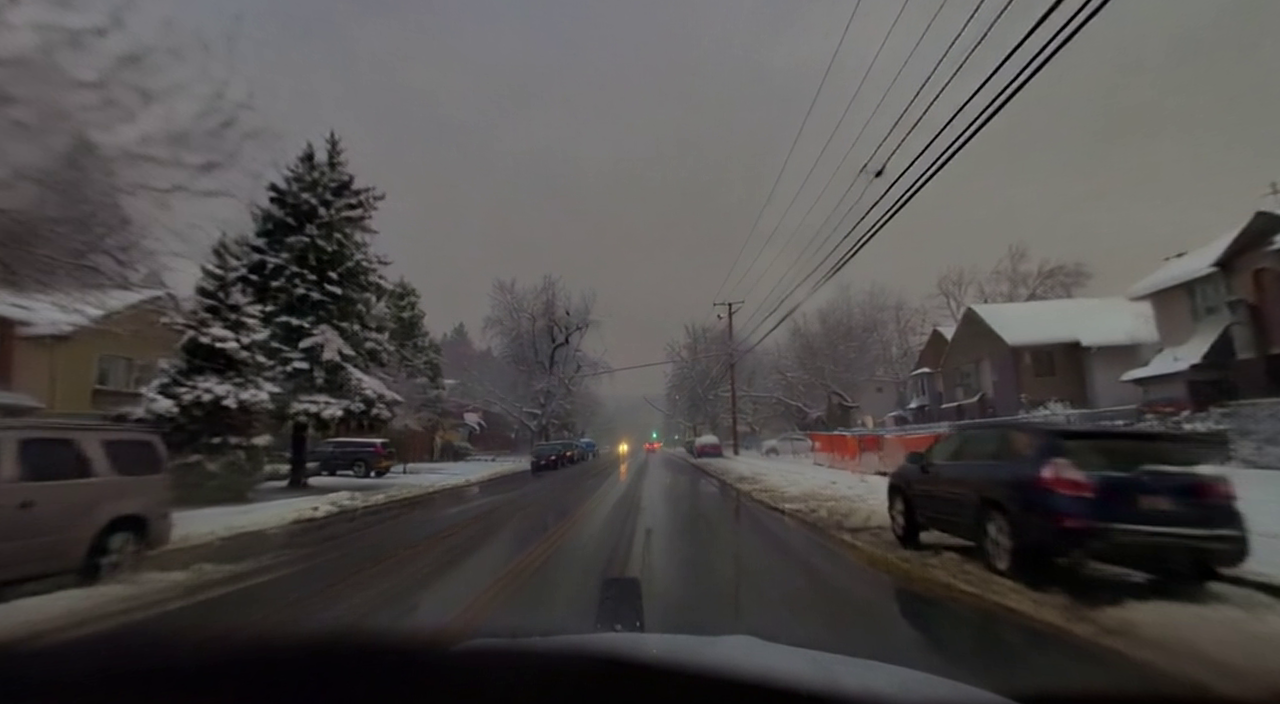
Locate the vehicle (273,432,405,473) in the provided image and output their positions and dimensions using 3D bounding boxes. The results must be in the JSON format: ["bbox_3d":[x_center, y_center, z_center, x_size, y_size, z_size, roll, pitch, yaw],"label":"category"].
[{"bbox_3d":[-13.088,4.385,27.671,4.752,1.734,1.998,0,-8,1],"label":"vehicle"}]

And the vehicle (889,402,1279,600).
[{"bbox_3d":[4.571,1.471,7.062,1.902,1.542,4.099,0,-8,0],"label":"vehicle"}]

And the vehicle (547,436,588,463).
[{"bbox_3d":[-5.258,7.195,46.435,2.158,1.837,4.659,-1,-10,3],"label":"vehicle"}]

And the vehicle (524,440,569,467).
[{"bbox_3d":[-5.737,6.267,39.139,1.771,1.512,4.281,2,-9,5],"label":"vehicle"}]

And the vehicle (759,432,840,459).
[{"bbox_3d":[10.772,6.321,42.868,4.920,1.759,1.998,0,-8,-1],"label":"vehicle"}]

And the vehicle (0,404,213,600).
[{"bbox_3d":[-6.959,1.474,6.296,2.055,1.806,4.540,-1,-8,3],"label":"vehicle"}]
